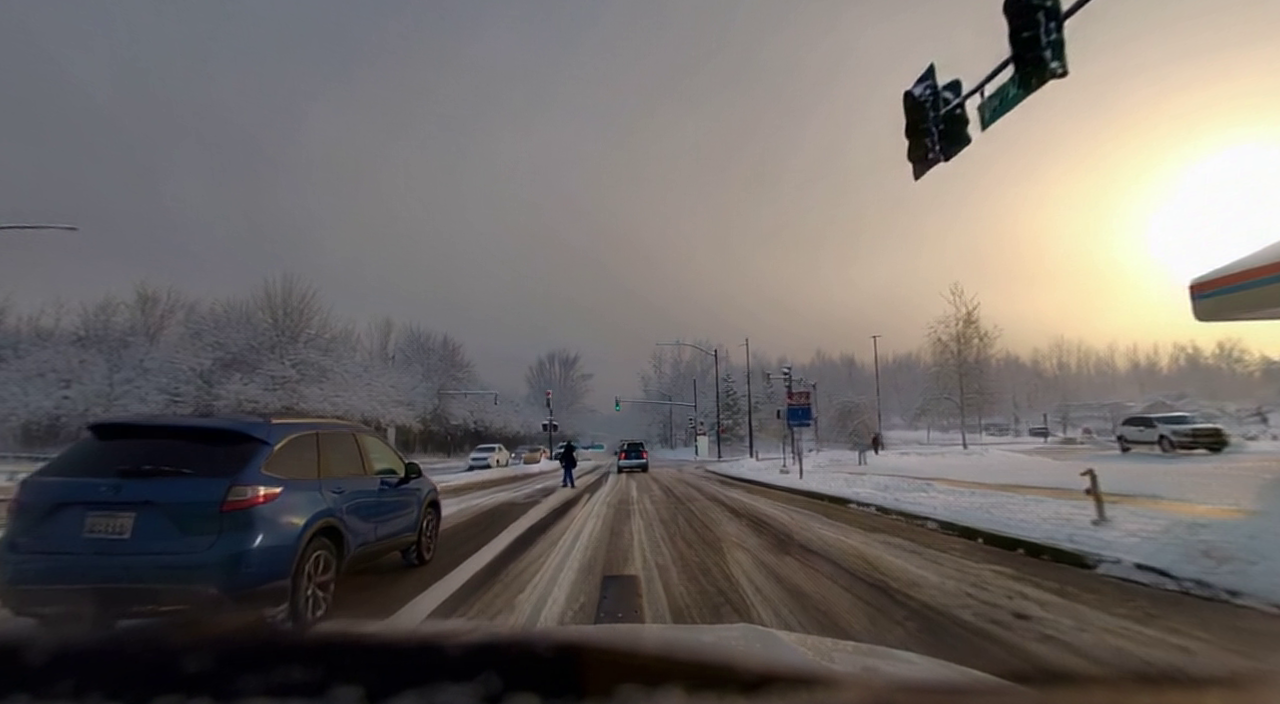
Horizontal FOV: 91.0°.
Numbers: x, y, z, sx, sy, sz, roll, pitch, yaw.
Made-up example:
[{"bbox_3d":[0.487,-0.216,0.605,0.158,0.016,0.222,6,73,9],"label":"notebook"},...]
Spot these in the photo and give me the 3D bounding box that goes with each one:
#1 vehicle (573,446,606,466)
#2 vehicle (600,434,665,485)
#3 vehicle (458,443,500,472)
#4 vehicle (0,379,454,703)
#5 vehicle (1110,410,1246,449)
[{"bbox_3d":[-3.968,8.242,49.929,2.192,1.458,4.594,0,-8,1],"label":"vehicle"},{"bbox_3d":[-0.397,4.633,27.531,2.552,1.999,5.498,0,-8,-2],"label":"vehicle"},{"bbox_3d":[-12.568,8.261,49.555,2.172,2.109,5.009,0,-8,-2],"label":"vehicle"},{"bbox_3d":[-3.541,1.369,5.783,2.247,1.734,4.919,0,-8,-1],"label":"vehicle"},{"bbox_3d":[27.838,4.047,32.683,5.102,1.893,2.120,0,-9,-2],"label":"vehicle"}]
